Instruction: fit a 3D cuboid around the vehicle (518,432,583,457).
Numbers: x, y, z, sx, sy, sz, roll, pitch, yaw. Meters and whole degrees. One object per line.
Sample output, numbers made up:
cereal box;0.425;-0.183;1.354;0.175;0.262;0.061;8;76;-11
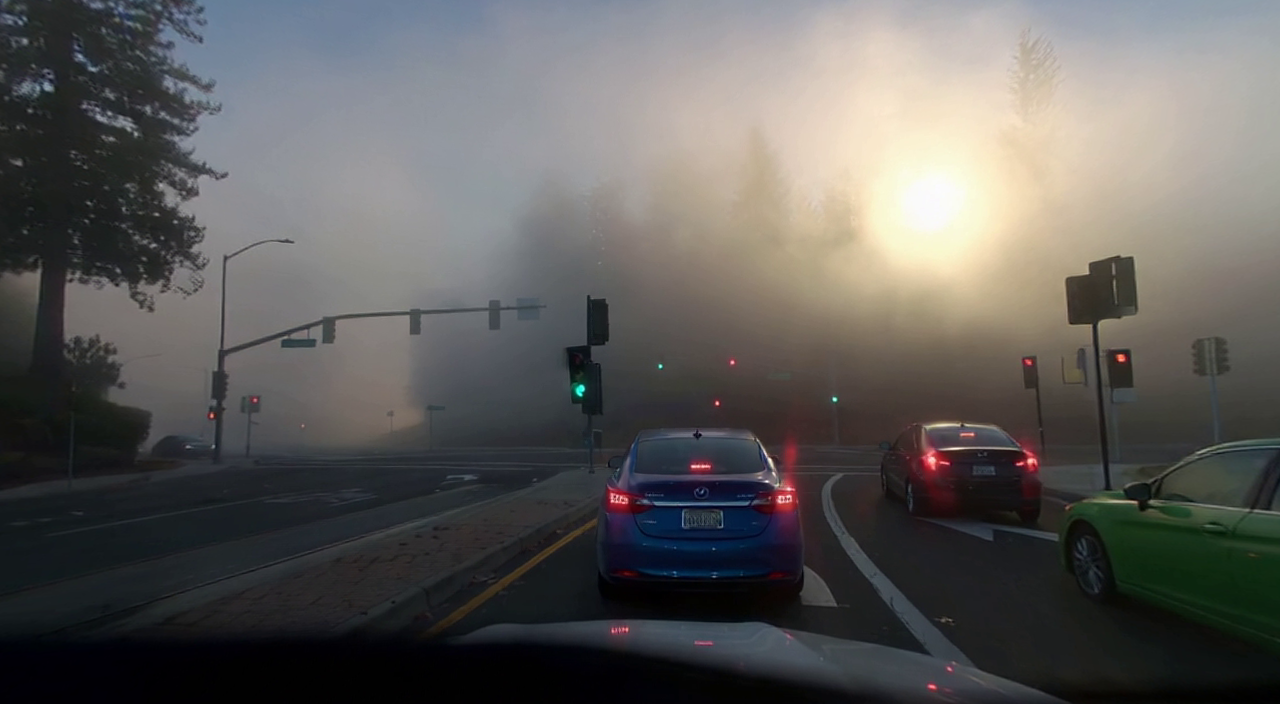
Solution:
vehicle;-5.963;6.108;41.555;1.932;1.573;4.509;8;-12;-44

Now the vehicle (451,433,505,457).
vehicle;-12.465;7.122;48.186;1.972;1.705;4.457;8;-11;-44

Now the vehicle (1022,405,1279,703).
vehicle;4.241;1.059;3.369;1.954;1.508;4.441;-1;-8;6

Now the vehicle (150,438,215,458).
vehicle;-35.403;7.436;48.630;1.652;1.433;3.733;-7;-11;40

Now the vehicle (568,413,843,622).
vehicle;0.855;1.498;6.688;2.052;1.483;3.928;-2;-8;12

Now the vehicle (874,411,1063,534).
vehicle;5.539;2.045;11.284;2.102;1.717;4.373;-2;-9;16
